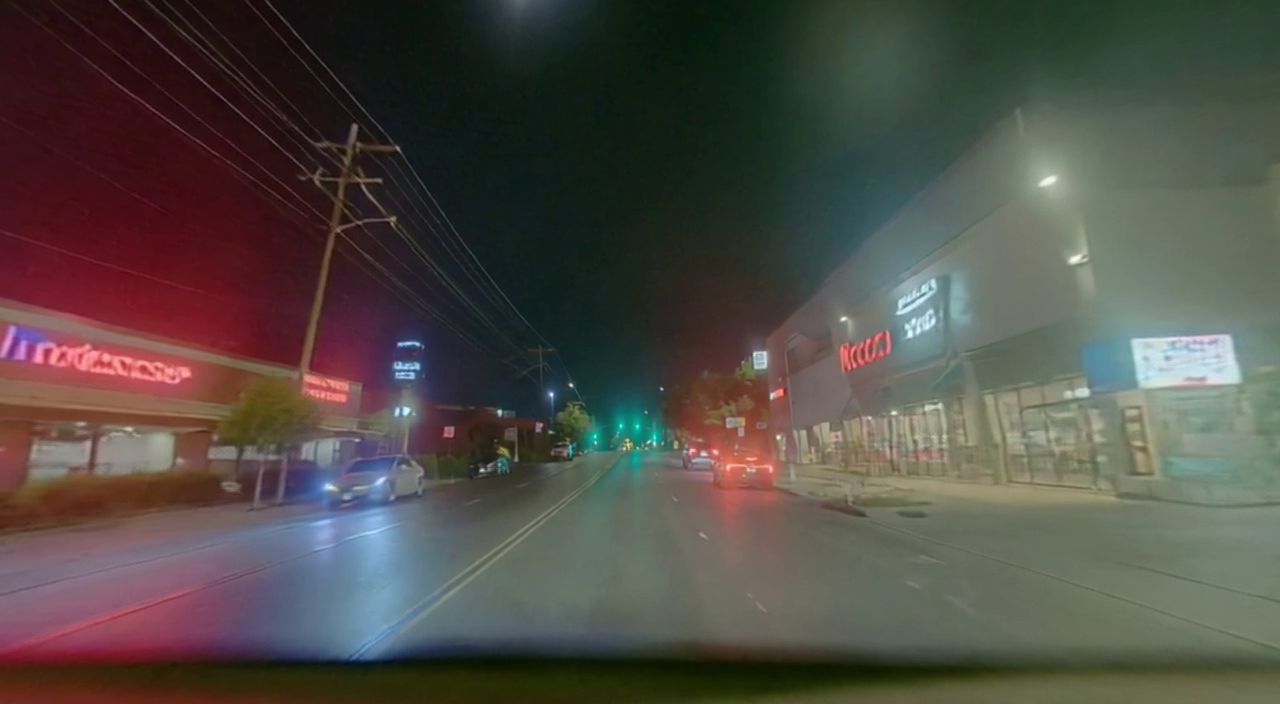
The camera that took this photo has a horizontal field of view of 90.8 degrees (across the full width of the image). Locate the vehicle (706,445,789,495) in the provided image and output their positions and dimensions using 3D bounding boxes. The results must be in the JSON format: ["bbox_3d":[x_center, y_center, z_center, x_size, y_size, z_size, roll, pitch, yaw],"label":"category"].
[{"bbox_3d":[3.573,3.981,21.865,1.990,1.521,4.693,0,-8,0],"label":"vehicle"}]

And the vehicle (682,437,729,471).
[{"bbox_3d":[3.855,6.106,38.020,2.080,1.893,4.699,0,-8,-3],"label":"vehicle"}]

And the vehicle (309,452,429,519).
[{"bbox_3d":[-7.845,3.837,18.721,1.787,1.543,4.052,-3,-7,0],"label":"vehicle"}]

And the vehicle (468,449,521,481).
[{"bbox_3d":[-7.936,6.160,34.754,1.872,1.455,4.350,-3,-8,-1],"label":"vehicle"}]
